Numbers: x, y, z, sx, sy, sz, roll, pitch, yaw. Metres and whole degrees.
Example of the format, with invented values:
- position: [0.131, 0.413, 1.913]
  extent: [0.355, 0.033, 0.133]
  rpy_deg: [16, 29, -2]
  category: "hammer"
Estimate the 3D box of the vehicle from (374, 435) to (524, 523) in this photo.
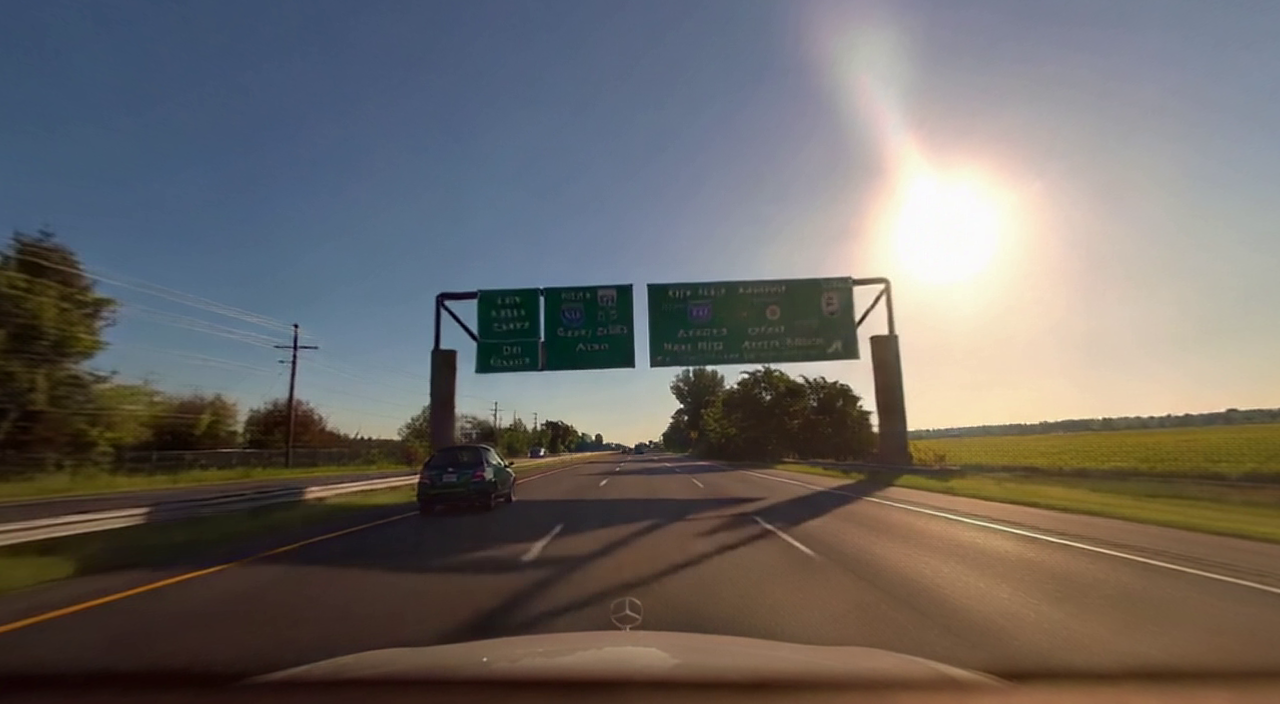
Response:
- position: [-3.685, 2.523, 12.988]
  extent: [1.815, 1.500, 4.036]
  rpy_deg: [0, -9, 0]
  category: "vehicle"
